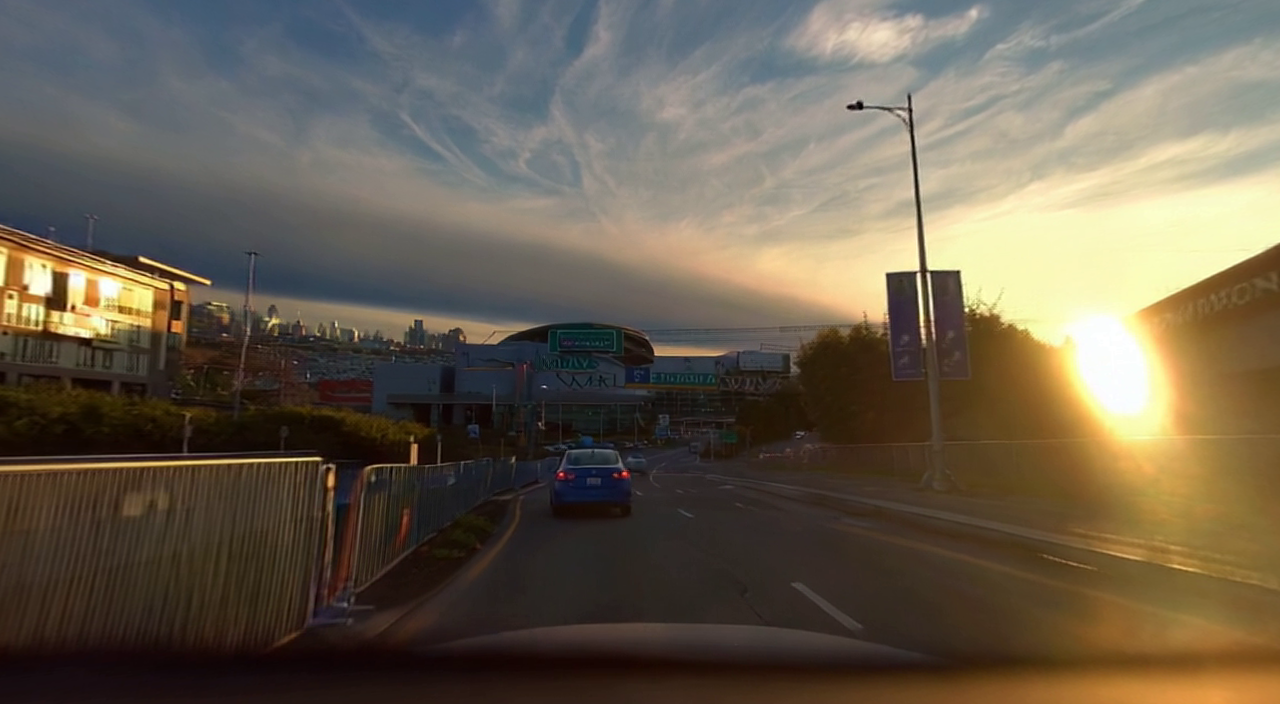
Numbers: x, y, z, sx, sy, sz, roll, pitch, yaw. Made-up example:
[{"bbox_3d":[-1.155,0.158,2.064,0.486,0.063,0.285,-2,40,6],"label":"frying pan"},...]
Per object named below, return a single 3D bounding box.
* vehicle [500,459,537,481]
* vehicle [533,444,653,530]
[{"bbox_3d":[-9.402,9.141,48.951,1.854,1.472,3.728,-2,-7,5],"label":"vehicle"},{"bbox_3d":[-1.027,2.635,12.905,2.063,1.442,3.933,1,-9,-6],"label":"vehicle"}]
